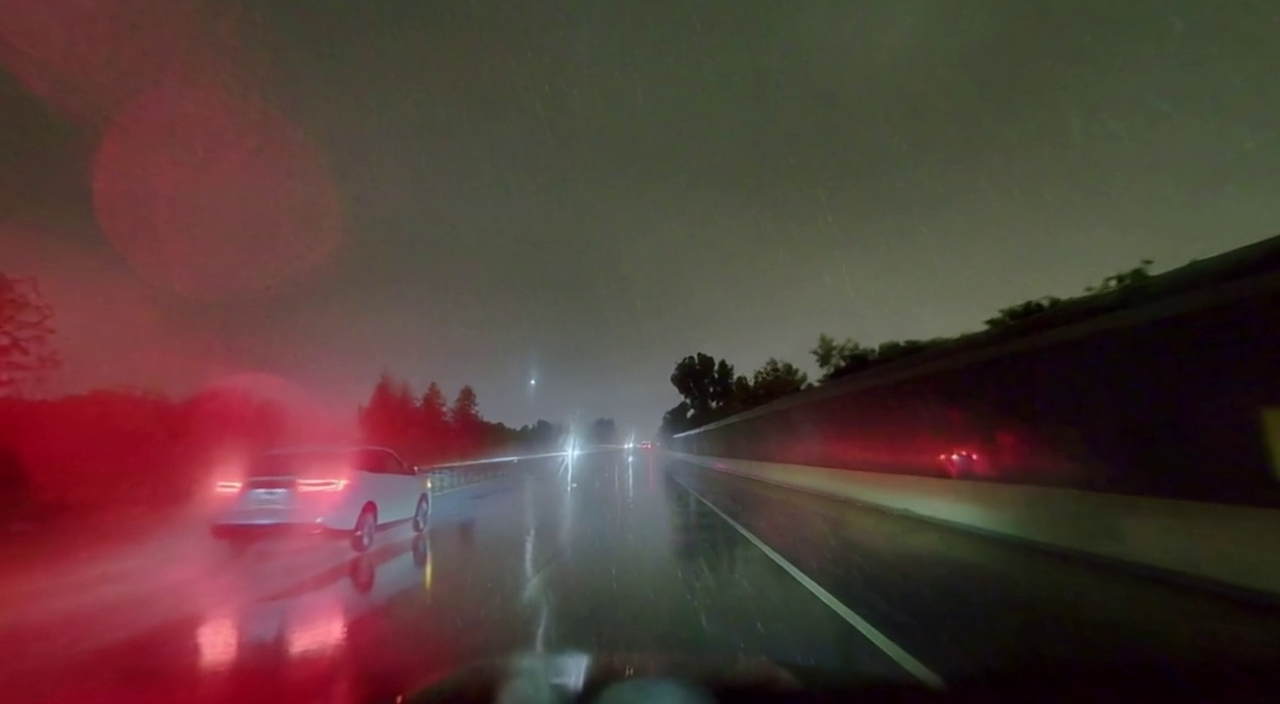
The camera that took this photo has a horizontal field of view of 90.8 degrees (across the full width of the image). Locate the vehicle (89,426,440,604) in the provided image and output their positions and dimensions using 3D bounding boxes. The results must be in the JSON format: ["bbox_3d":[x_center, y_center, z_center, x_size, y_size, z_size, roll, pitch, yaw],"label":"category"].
[{"bbox_3d":[-4.137,1.827,7.959,1.844,1.620,4.142,0,-9,0],"label":"vehicle"}]
